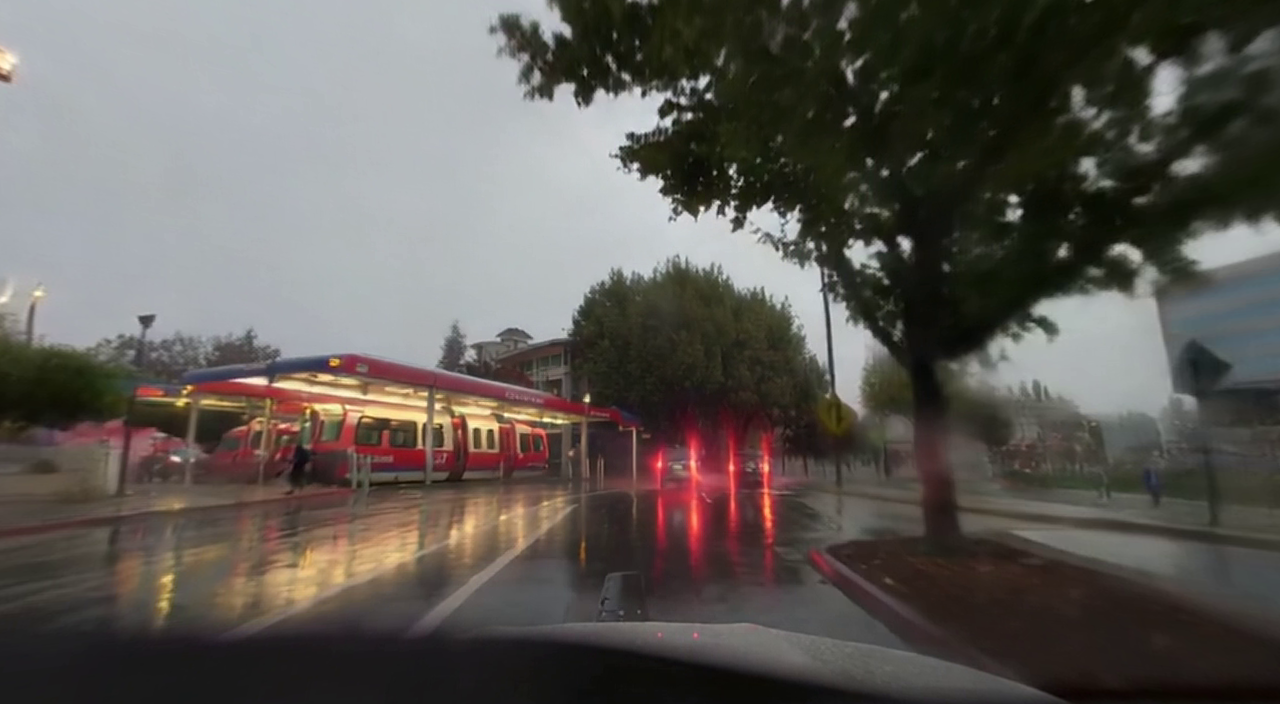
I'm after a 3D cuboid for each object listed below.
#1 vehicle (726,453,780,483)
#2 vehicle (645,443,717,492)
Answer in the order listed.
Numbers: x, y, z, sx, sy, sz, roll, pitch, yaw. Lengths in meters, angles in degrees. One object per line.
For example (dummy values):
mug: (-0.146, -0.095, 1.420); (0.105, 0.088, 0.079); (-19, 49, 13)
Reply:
vehicle: (7.213, 7.296, 40.079); (2.010, 1.725, 4.320); (-5, -10, 29)
vehicle: (1.749, 4.575, 25.524); (2.263, 1.765, 4.237); (-2, -9, 12)
